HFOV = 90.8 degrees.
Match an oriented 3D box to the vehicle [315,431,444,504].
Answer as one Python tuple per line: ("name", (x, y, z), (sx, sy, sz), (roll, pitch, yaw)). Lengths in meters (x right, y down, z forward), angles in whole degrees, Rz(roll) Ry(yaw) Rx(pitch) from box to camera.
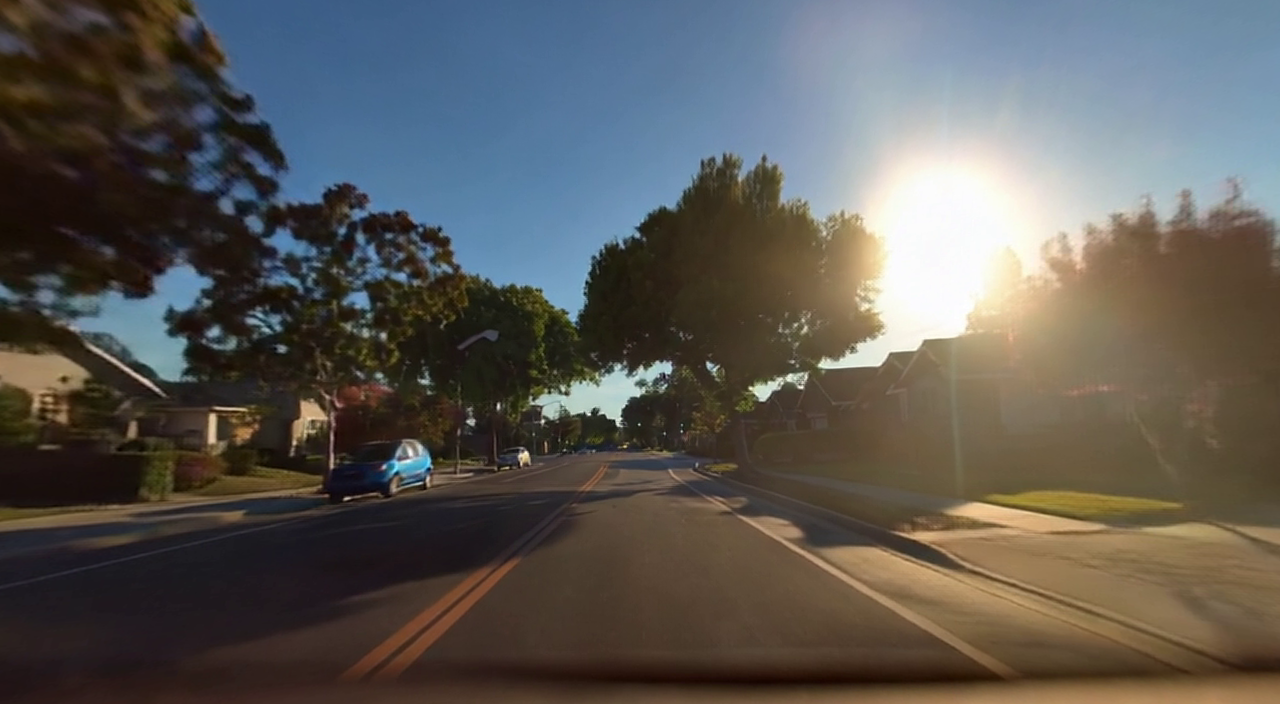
("vehicle", (-7.637, 3.413, 19.102), (2.209, 1.807, 4.432), (-2, -9, -3))

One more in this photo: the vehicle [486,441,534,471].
("vehicle", (-8.299, 6.673, 40.590), (2.130, 1.692, 4.544), (-3, -8, -1))
